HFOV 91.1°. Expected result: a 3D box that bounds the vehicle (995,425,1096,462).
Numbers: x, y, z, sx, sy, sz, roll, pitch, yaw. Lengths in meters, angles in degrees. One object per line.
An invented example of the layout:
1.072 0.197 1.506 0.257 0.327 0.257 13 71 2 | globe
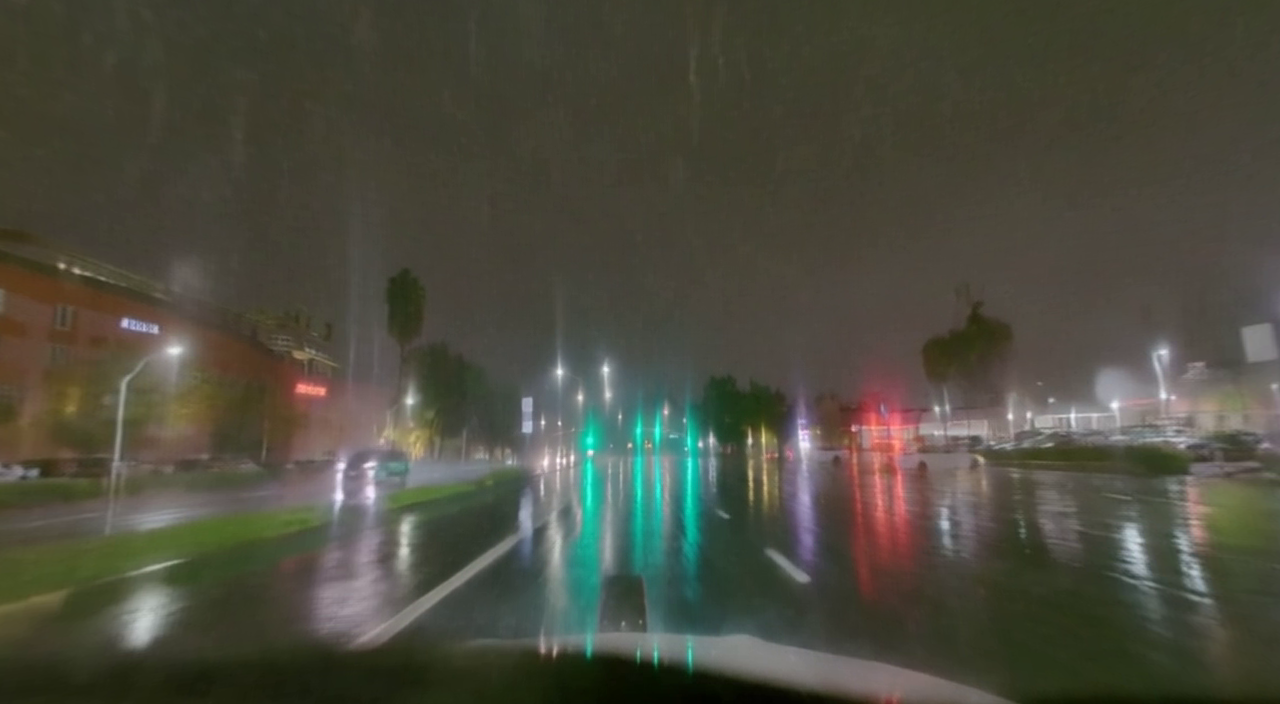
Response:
29.591 6.723 46.012 5.590 2.528 2.339 -1 -9 2 | vehicle

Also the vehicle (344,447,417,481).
-15.638 6.741 38.169 2.266 1.924 5.024 0 -9 1 | vehicle

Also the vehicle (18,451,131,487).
-36.350 7.491 40.585 2.219 2.066 5.369 0 -9 1 | vehicle

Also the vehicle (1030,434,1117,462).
29.556 6.547 42.882 4.342 1.641 1.975 -2 -8 0 | vehicle

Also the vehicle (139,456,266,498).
-19.108 5.433 27.754 2.040 1.609 4.872 0 -9 1 | vehicle

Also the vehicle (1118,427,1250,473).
27.023 4.894 31.299 4.569 1.929 2.084 -3 -10 -3 | vehicle

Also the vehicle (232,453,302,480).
-28.951 8.881 48.971 2.199 1.859 5.442 0 -9 0 | vehicle

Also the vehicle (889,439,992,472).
17.066 5.913 35.803 4.720 1.769 2.229 0 -9 -4 | vehicle
